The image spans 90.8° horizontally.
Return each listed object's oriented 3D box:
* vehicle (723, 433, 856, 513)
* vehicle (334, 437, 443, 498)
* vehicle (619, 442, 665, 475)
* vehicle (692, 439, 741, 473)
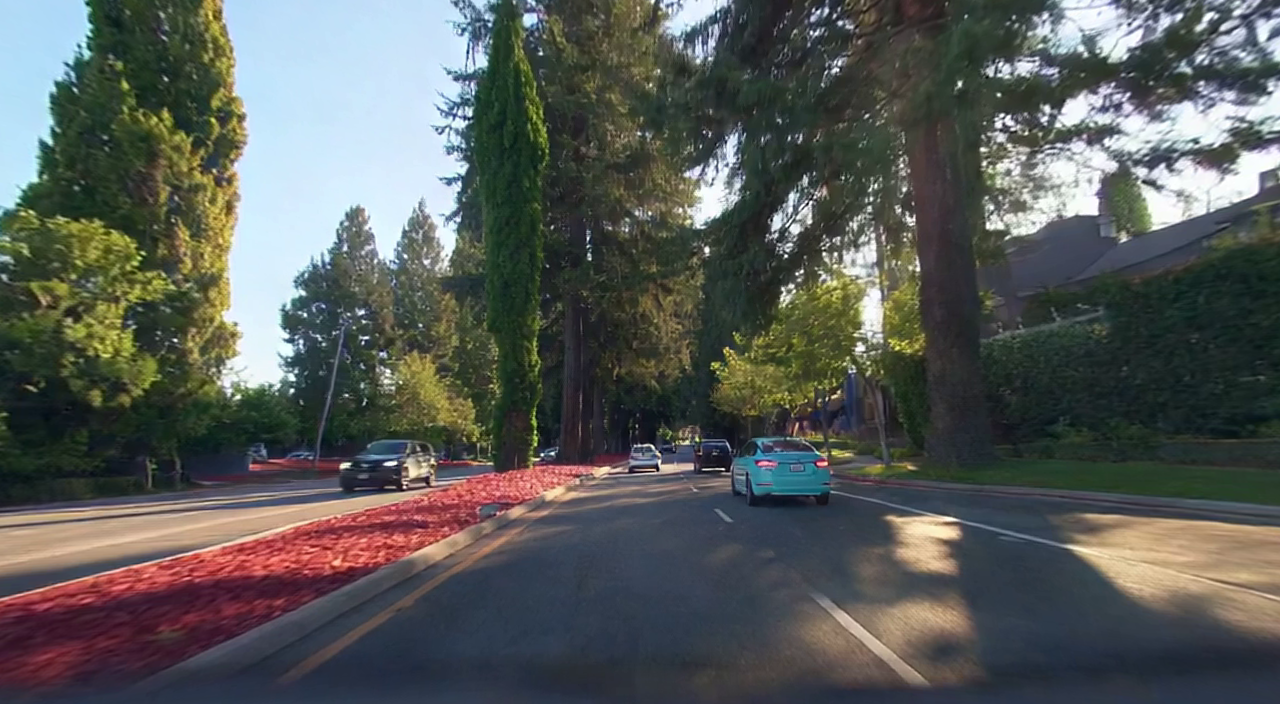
[{"bbox_3d":[3.169,2.649,14.307,1.985,1.529,4.147,0,-8,0],"label":"vehicle"},{"bbox_3d":[-8.652,3.985,22.245,2.066,1.890,4.695,0,-8,-3],"label":"vehicle"},{"bbox_3d":[0.135,5.118,30.512,2.082,1.473,4.028,0,-8,2],"label":"vehicle"},{"bbox_3d":[3.888,5.367,32.856,2.074,1.652,4.340,0,-8,1],"label":"vehicle"}]
